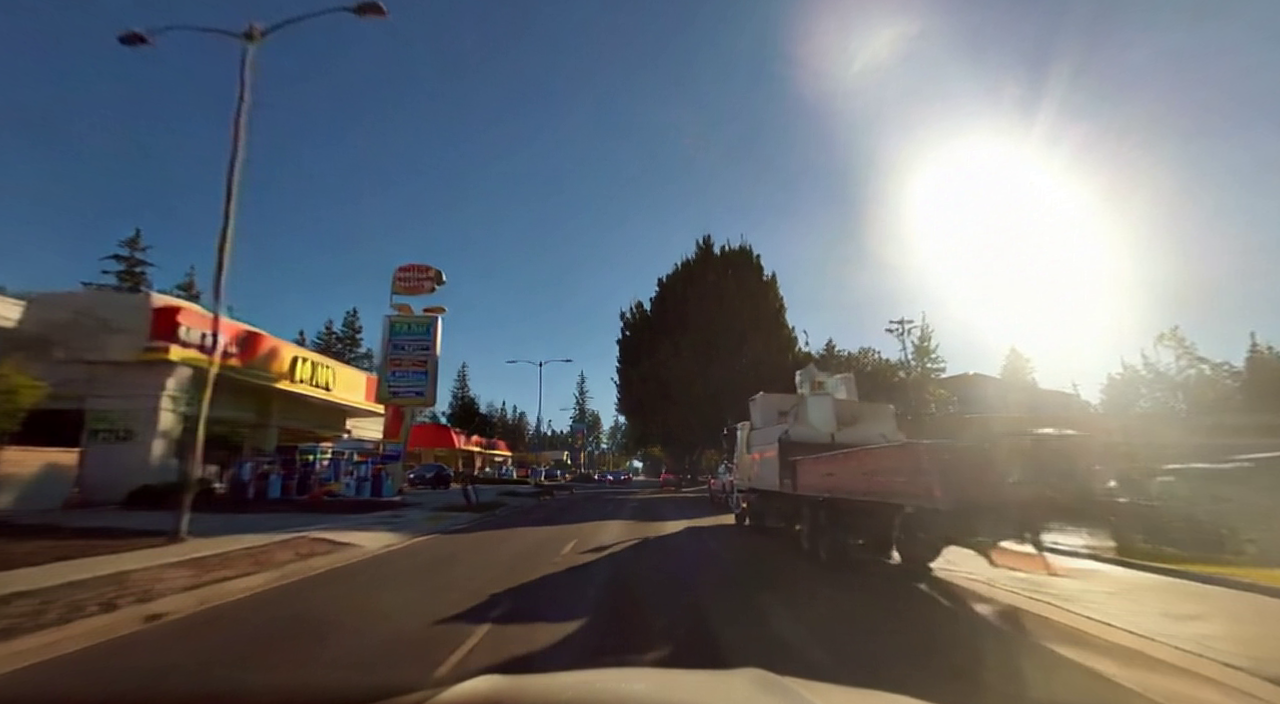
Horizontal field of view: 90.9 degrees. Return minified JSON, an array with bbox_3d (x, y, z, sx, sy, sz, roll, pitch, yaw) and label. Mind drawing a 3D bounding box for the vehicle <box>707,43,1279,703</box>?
[{"bbox_3d":[3.415,1.377,10.432,2.990,4.098,13.928,1,-11,0],"label":"vehicle"}]
